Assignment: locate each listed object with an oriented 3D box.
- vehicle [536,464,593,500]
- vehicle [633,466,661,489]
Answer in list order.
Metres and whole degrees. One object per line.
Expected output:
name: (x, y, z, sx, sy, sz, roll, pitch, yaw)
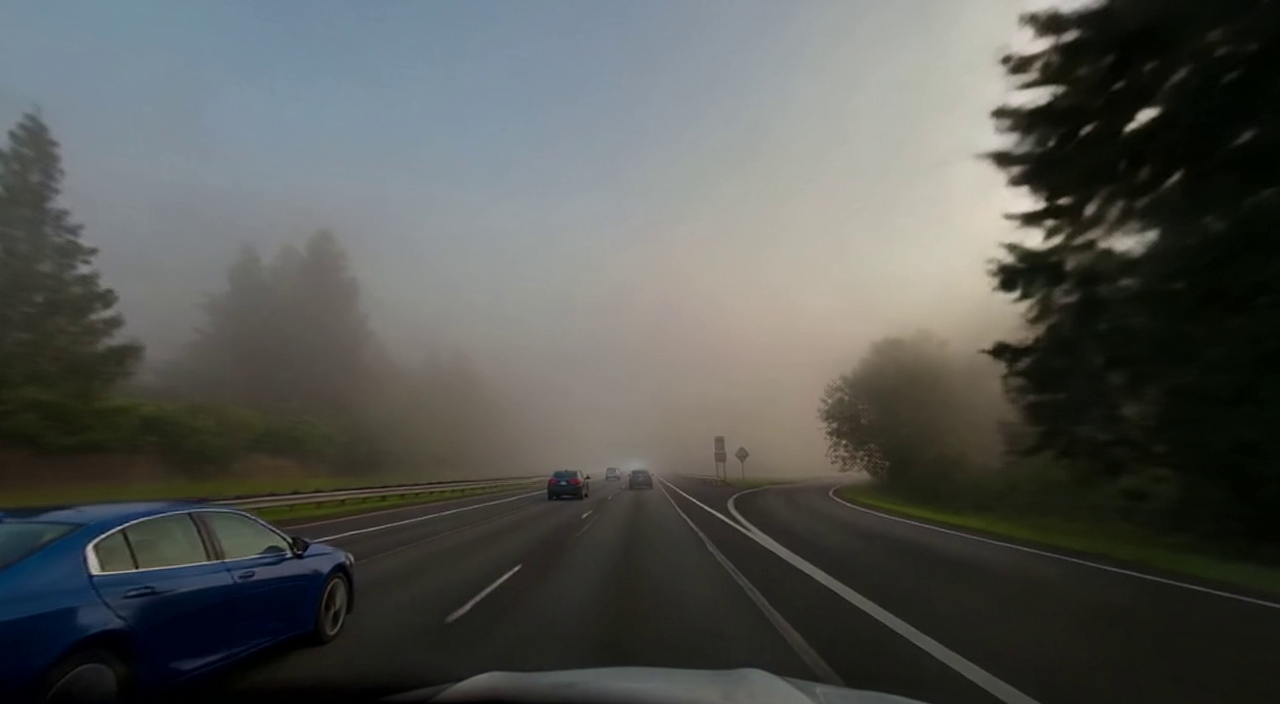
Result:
vehicle: (-3.442, 6.076, 29.557, 2.047, 1.523, 4.279, 1, -11, 1)
vehicle: (0.524, 9.552, 47.953, 2.065, 1.596, 3.869, 1, -11, 0)
